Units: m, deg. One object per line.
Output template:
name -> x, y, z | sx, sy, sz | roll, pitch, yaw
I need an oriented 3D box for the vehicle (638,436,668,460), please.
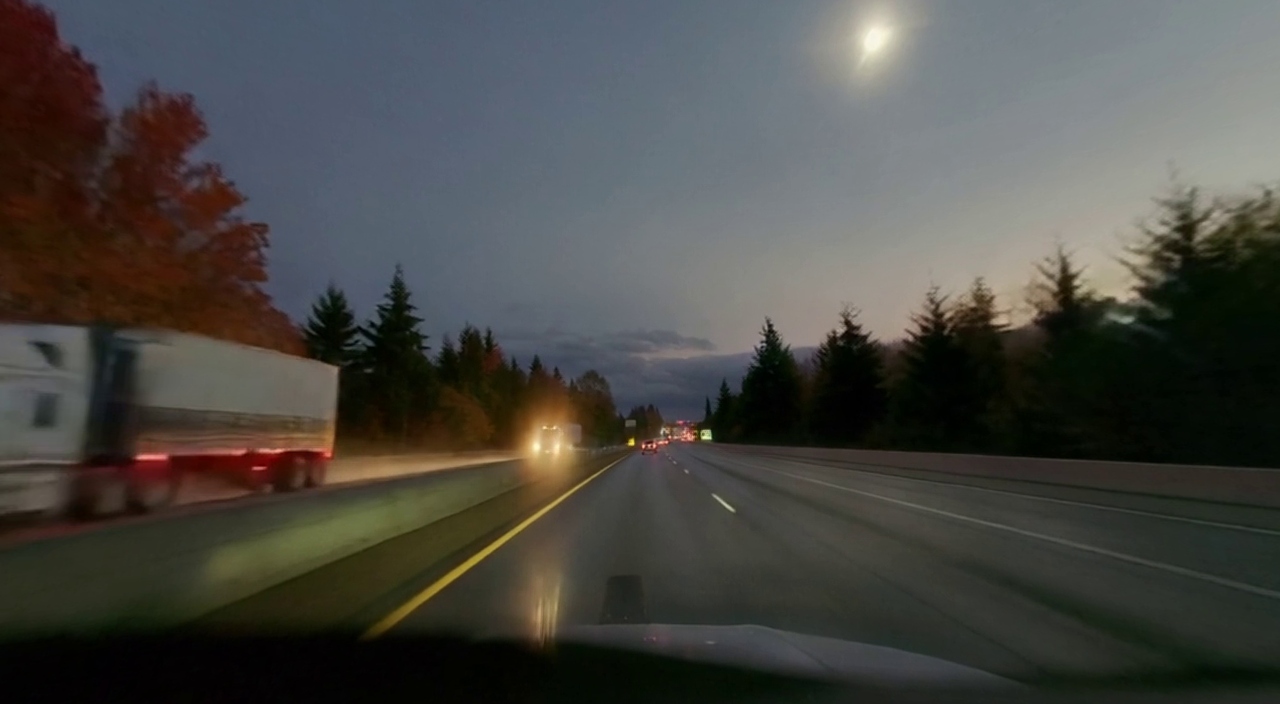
vehicle -> 0.845, 6.407, 42.111 | 1.924, 1.498, 3.817 | 0, -8, 1

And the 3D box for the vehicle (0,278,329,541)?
vehicle -> -11.668, 1.502, 14.034 | 2.982, 4.126, 12.745 | 0, -8, 0
